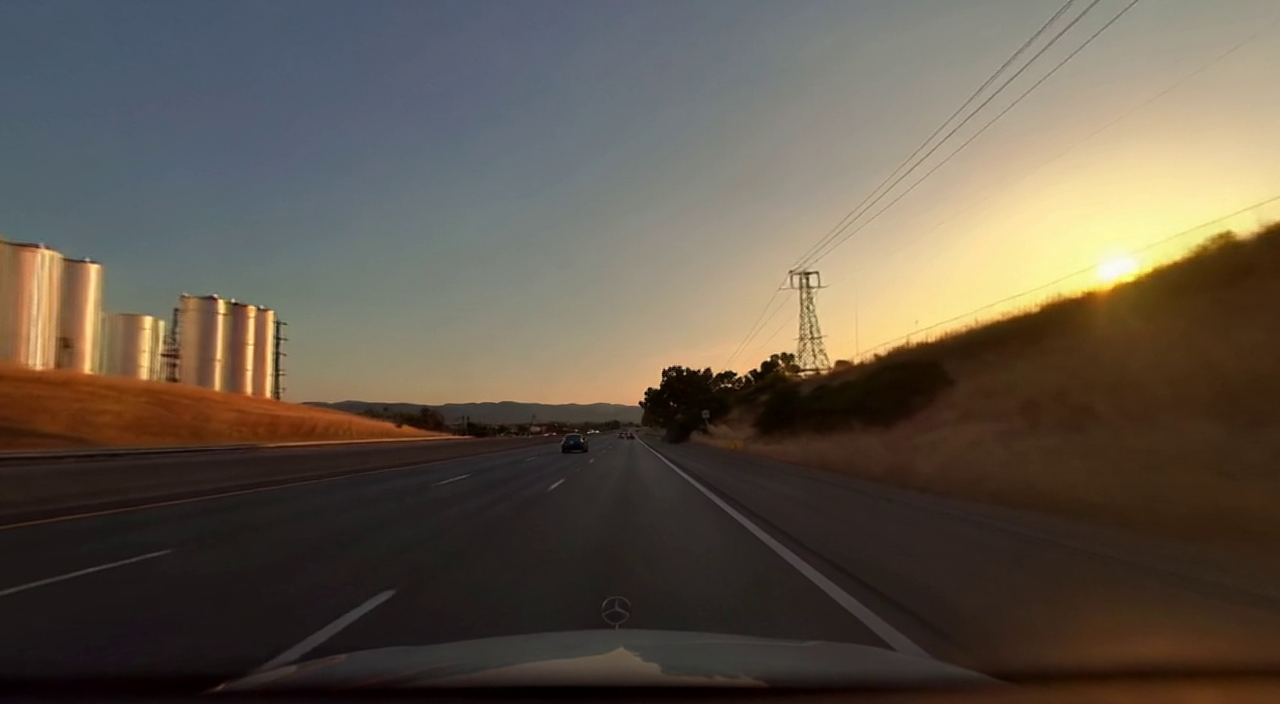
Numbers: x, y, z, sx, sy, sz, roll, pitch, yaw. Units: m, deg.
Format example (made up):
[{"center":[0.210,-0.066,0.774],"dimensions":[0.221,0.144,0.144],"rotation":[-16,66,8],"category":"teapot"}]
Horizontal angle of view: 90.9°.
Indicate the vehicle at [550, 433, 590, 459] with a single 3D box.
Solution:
[{"center":[-4.082,5.507,37.187],"dimensions":[1.952,1.462,3.969],"rotation":[0,-8,-1],"category":"vehicle"}]
